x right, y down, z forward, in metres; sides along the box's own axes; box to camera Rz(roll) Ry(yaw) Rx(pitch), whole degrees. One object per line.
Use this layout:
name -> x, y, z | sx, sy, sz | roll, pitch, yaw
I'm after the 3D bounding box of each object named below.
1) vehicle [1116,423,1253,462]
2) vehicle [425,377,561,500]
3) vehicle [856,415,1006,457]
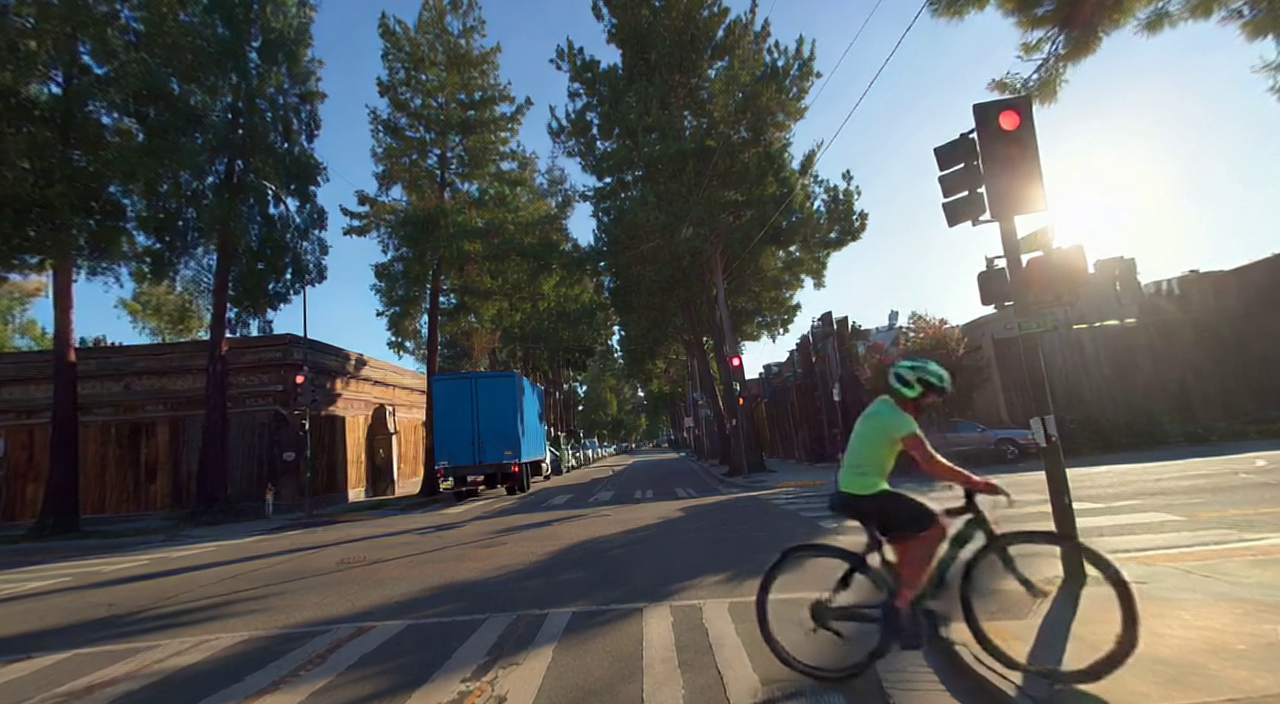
vehicle -> 24.955, 4.158, 29.019 | 4.268, 1.695, 2.053 | 0, -8, 3
vehicle -> -5.820, 3.743, 27.156 | 3.113, 4.041, 10.284 | -4, -8, 1
vehicle -> 10.684, 3.134, 23.424 | 4.643, 1.456, 1.820 | -1, -8, 5
